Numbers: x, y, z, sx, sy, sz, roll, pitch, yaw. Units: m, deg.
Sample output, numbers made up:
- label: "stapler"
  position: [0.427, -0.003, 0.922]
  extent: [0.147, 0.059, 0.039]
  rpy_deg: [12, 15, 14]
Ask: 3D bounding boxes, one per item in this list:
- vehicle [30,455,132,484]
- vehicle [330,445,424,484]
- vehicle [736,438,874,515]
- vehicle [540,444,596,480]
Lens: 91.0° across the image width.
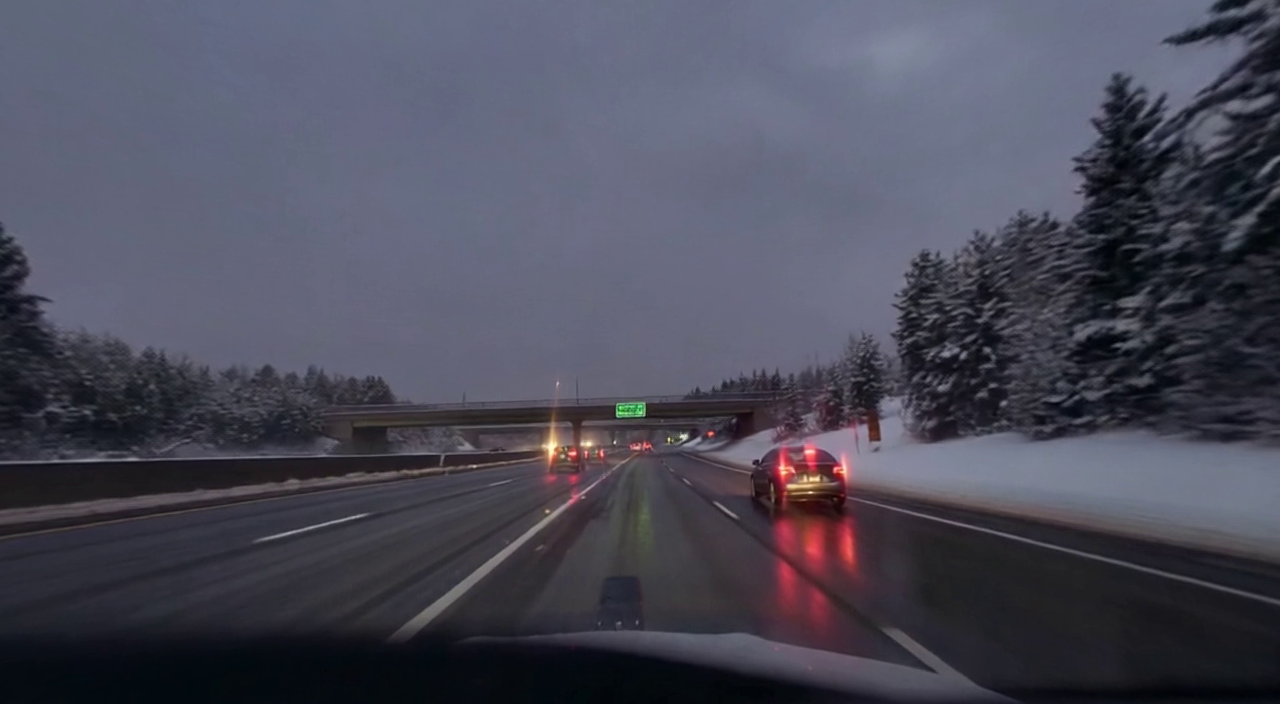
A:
- label: "vehicle"
  position: [-32.337, 6.780, 36.626]
  extent: [1.818, 1.503, 4.333]
  rpy_deg: [0, -9, 2]
- label: "vehicle"
  position: [-11.208, 4.799, 27.249]
  extent: [1.919, 1.497, 4.765]
  rpy_deg: [0, -9, 1]
- label: "vehicle"
  position: [3.702, 2.874, 15.034]
  extent: [2.079, 1.535, 4.316]
  rpy_deg: [0, -9, 0]
- label: "vehicle"
  position: [-3.317, 5.157, 29.818]
  extent: [2.072, 1.545, 4.687]
  rpy_deg: [0, -9, 0]
